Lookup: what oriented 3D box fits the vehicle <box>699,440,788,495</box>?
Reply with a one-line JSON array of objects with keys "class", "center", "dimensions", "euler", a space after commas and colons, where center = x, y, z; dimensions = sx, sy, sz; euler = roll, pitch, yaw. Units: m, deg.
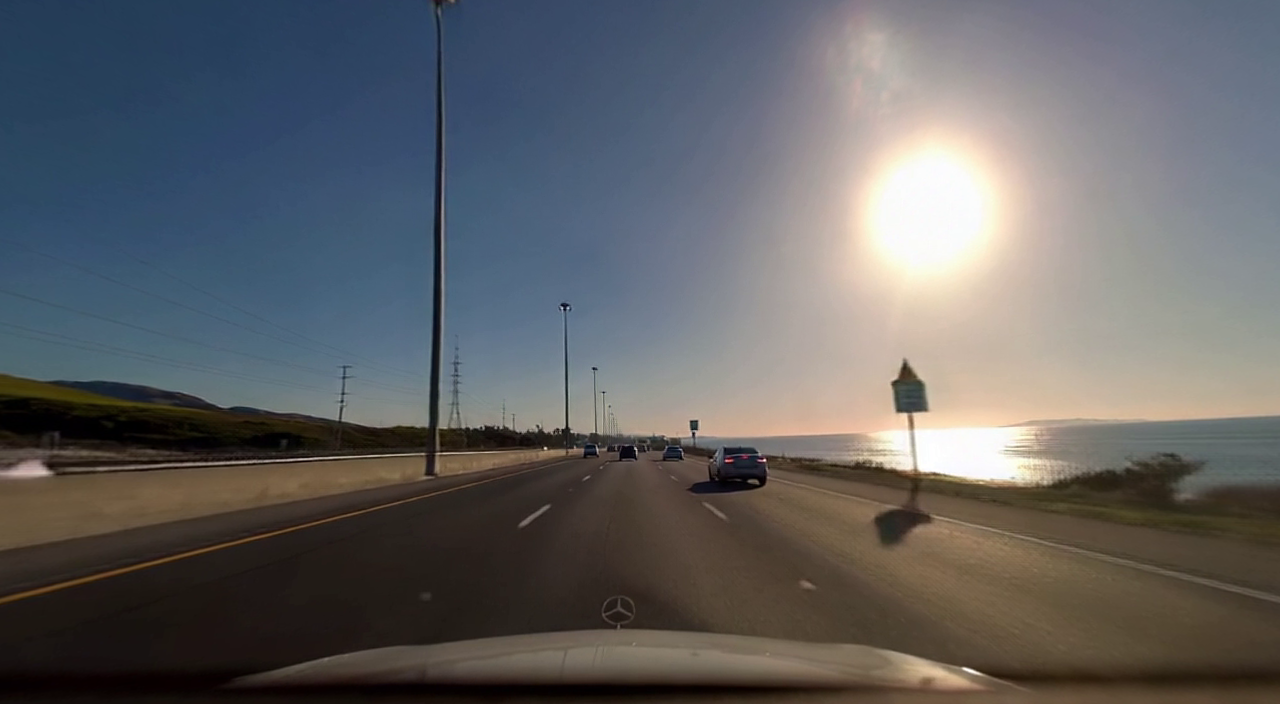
[{"class": "vehicle", "center": [3.047, 3.486, 19.490], "dimensions": [1.890, 1.490, 4.373], "euler": [0, -8, -1]}]
